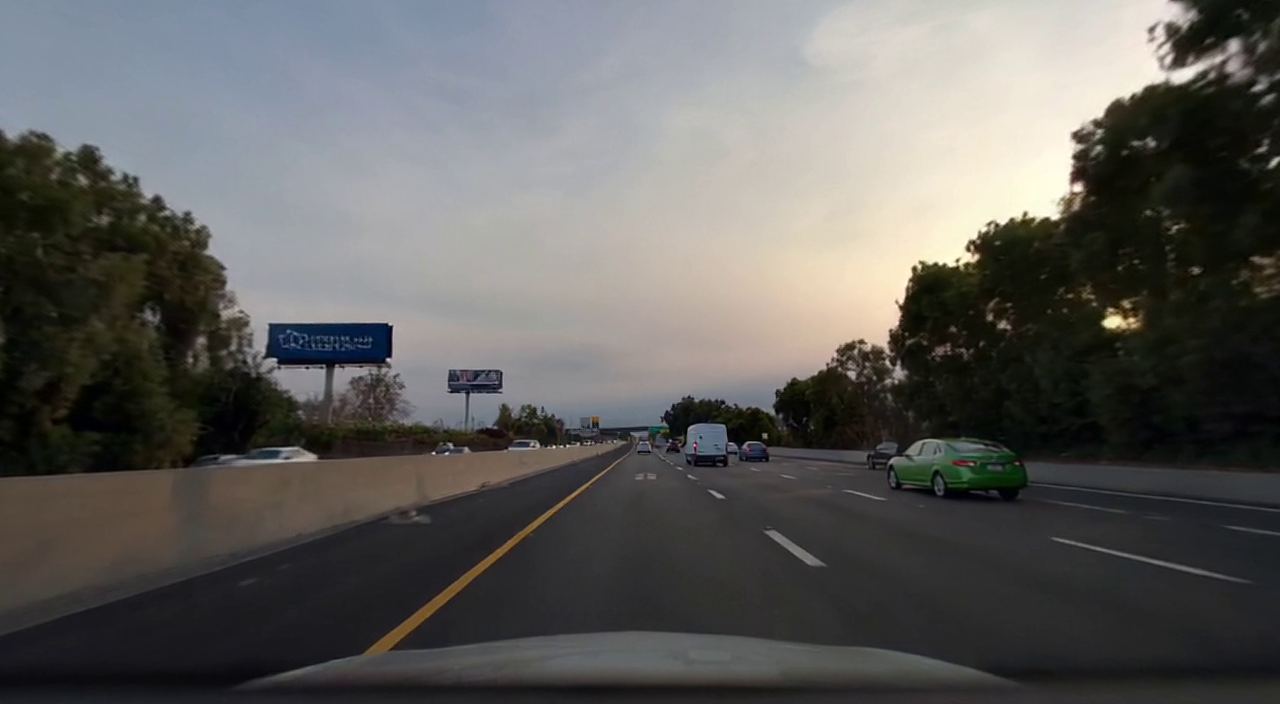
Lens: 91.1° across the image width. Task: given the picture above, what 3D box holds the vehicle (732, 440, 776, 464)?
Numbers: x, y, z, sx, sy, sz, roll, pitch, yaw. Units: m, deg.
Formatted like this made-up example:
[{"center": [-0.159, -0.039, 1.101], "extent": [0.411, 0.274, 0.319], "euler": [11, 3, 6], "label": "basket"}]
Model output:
[{"center": [7.445, 6.587, 41.451], "extent": [2.099, 1.510, 3.784], "euler": [0, -8, -1], "label": "vehicle"}]

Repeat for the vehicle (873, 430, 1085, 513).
[{"center": [7.215, 2.582, 14.138], "extent": [2.003, 1.517, 4.936], "euler": [0, -8, 0], "label": "vehicle"}]

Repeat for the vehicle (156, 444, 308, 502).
[{"center": [-13.975, 4.112, 21.932], "extent": [2.213, 1.636, 4.641], "euler": [-4, -8, 0], "label": "vehicle"}]

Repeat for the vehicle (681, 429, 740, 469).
[{"center": [3.899, 5.495, 35.825], "extent": [2.546, 2.087, 5.404], "euler": [0, -8, -2], "label": "vehicle"}]
